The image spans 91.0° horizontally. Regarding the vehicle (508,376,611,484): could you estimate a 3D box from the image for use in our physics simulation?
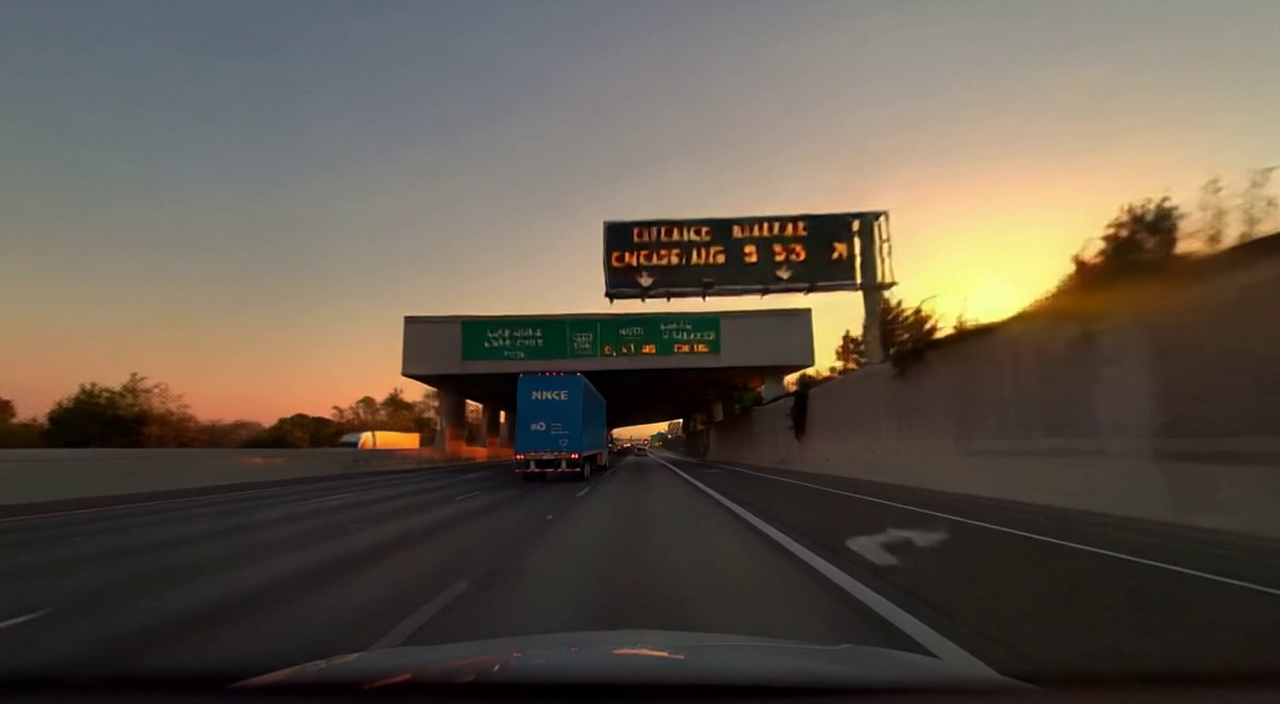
[{"bbox_3d":[-3.199,3.685,28.681,3.059,3.956,11.036,0,-9,1],"label":"vehicle"}]
